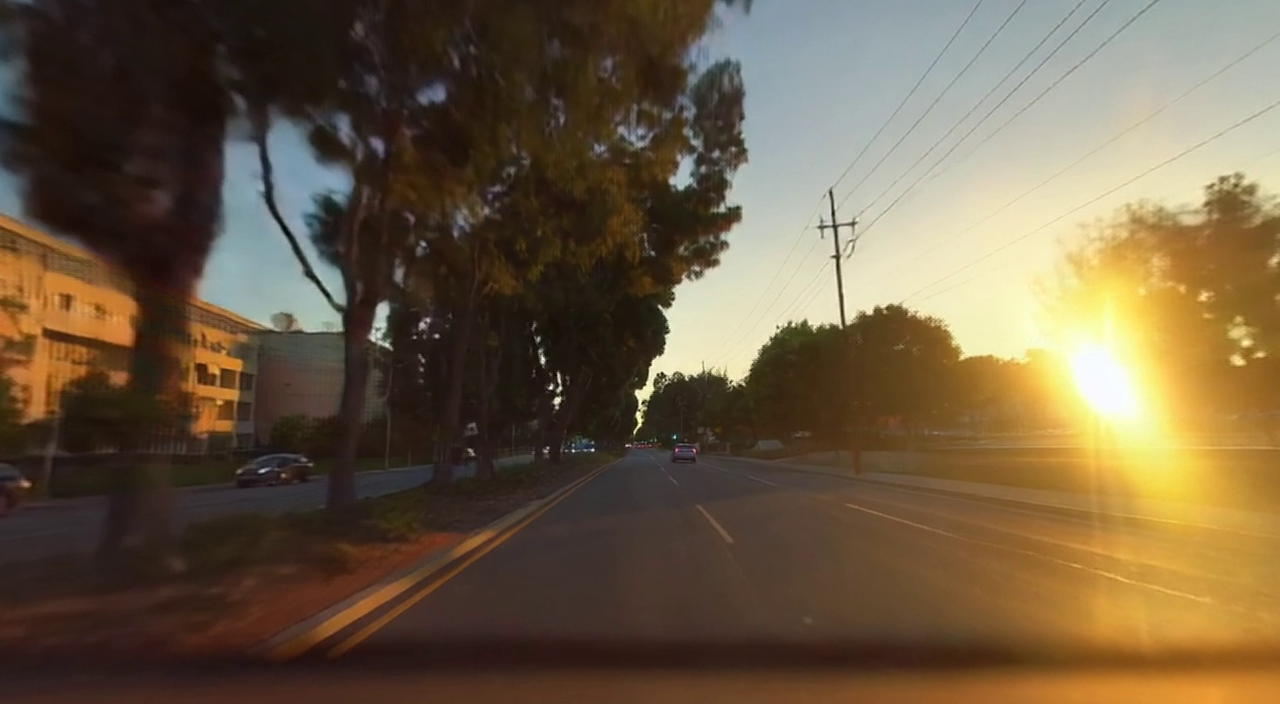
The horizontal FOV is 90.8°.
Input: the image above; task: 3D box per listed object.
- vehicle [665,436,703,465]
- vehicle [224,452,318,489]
[{"bbox_3d":[2.933,6.713,43.210,2.085,1.828,5.383,0,-8,-1],"label":"vehicle"},{"bbox_3d":[-16.781,5.382,28.966,1.857,1.519,3.969,0,-8,1],"label":"vehicle"}]
